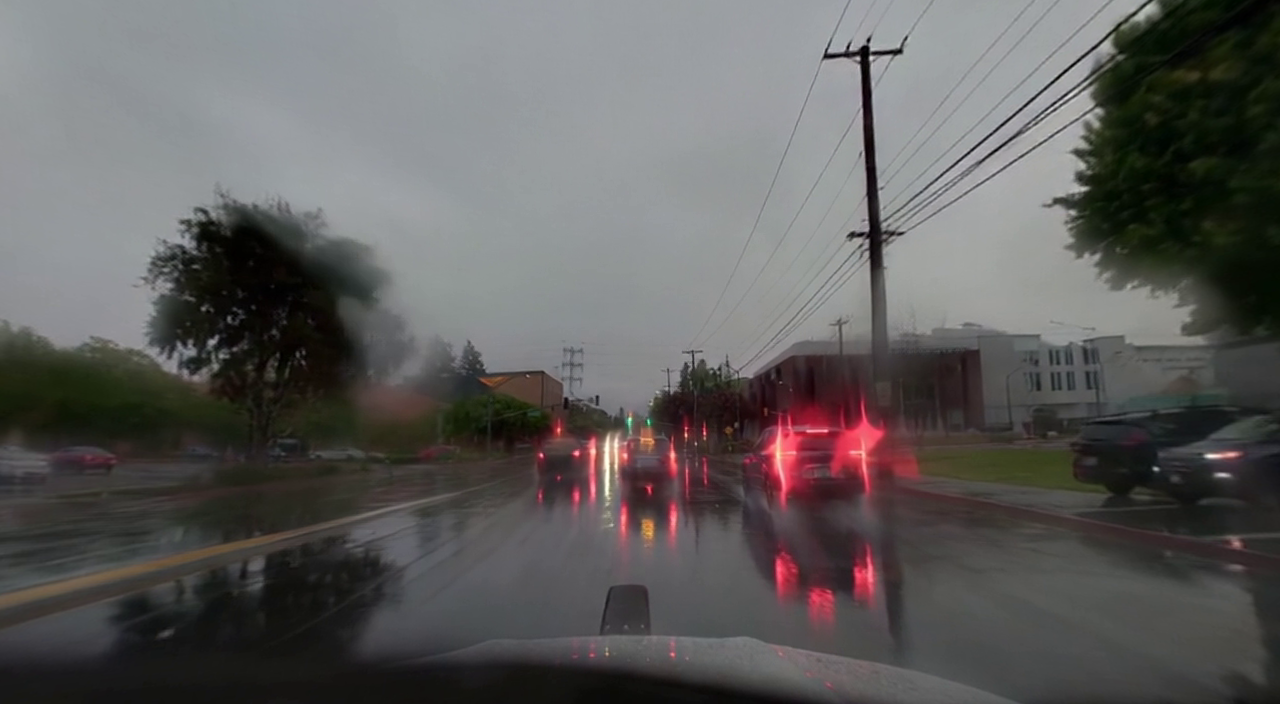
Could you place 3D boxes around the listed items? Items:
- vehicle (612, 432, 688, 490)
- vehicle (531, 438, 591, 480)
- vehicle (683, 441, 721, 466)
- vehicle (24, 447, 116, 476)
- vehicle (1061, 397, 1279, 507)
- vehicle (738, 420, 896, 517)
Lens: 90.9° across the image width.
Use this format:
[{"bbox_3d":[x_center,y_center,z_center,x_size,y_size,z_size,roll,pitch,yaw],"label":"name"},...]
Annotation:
[{"bbox_3d":[0.289,3.479,20.462,2.200,1.653,4.127,0,-8,0],"label":"vehicle"},{"bbox_3d":[-3.062,4.257,25.329,2.104,1.488,4.546,0,-8,-4],"label":"vehicle"},{"bbox_3d":[3.898,6.458,40.289,1.880,1.503,4.130,0,-8,-1],"label":"vehicle"},{"bbox_3d":[-37.803,7.249,41.969,1.882,1.753,4.517,0,-8,-1],"label":"vehicle"},{"bbox_3d":[11.512,2.039,13.093,2.238,1.845,4.874,-1,-8,2],"label":"vehicle"},{"bbox_3d":[3.529,2.423,13.601,2.024,1.711,4.512,0,-8,-1],"label":"vehicle"}]
